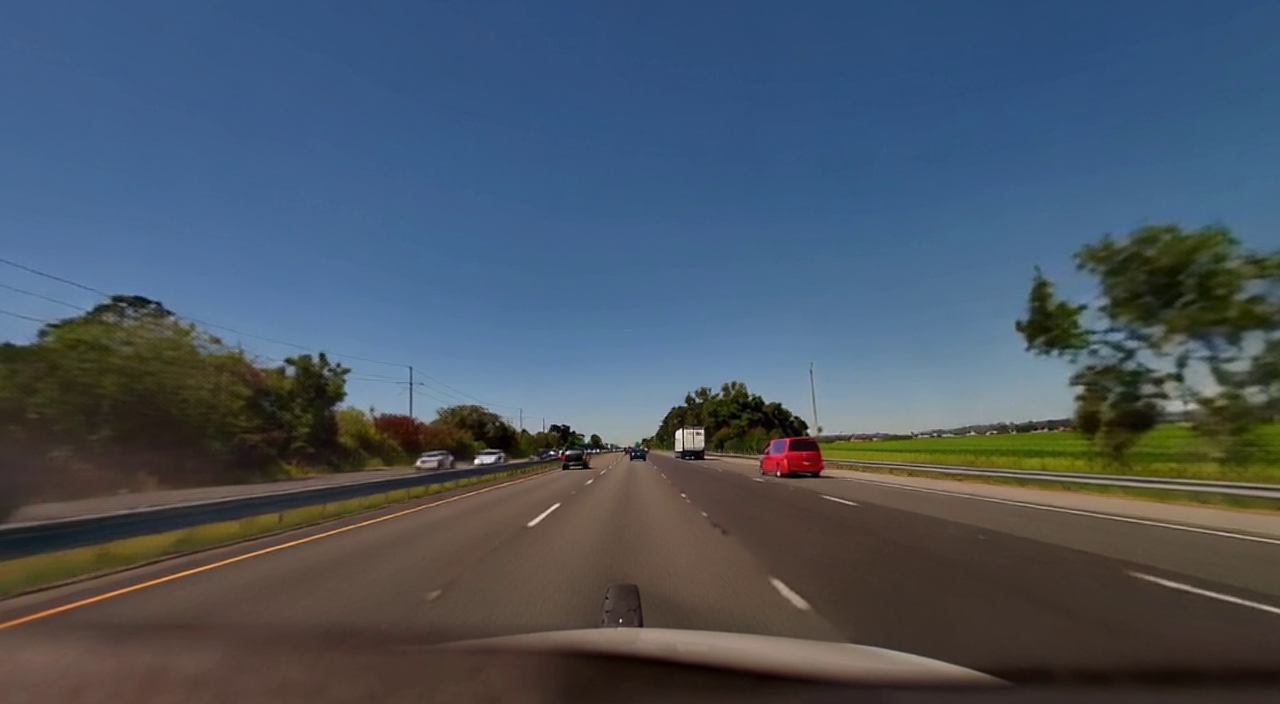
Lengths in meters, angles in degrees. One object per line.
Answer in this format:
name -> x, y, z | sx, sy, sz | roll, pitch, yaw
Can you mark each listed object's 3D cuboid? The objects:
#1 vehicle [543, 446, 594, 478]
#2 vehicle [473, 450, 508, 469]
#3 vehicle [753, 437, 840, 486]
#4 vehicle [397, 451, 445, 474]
vehicle -> -3.642, 5.718, 33.010 | 2.160, 1.530, 4.500 | 0, -9, 0
vehicle -> -11.724, 8.436, 49.477 | 1.775, 1.434, 3.718 | 0, -9, 1
vehicle -> 5.781, 4.109, 23.889 | 2.069, 1.625, 4.832 | 0, -9, 0
vehicle -> -15.425, 7.780, 44.488 | 1.850, 1.465, 4.240 | 0, -9, 0
